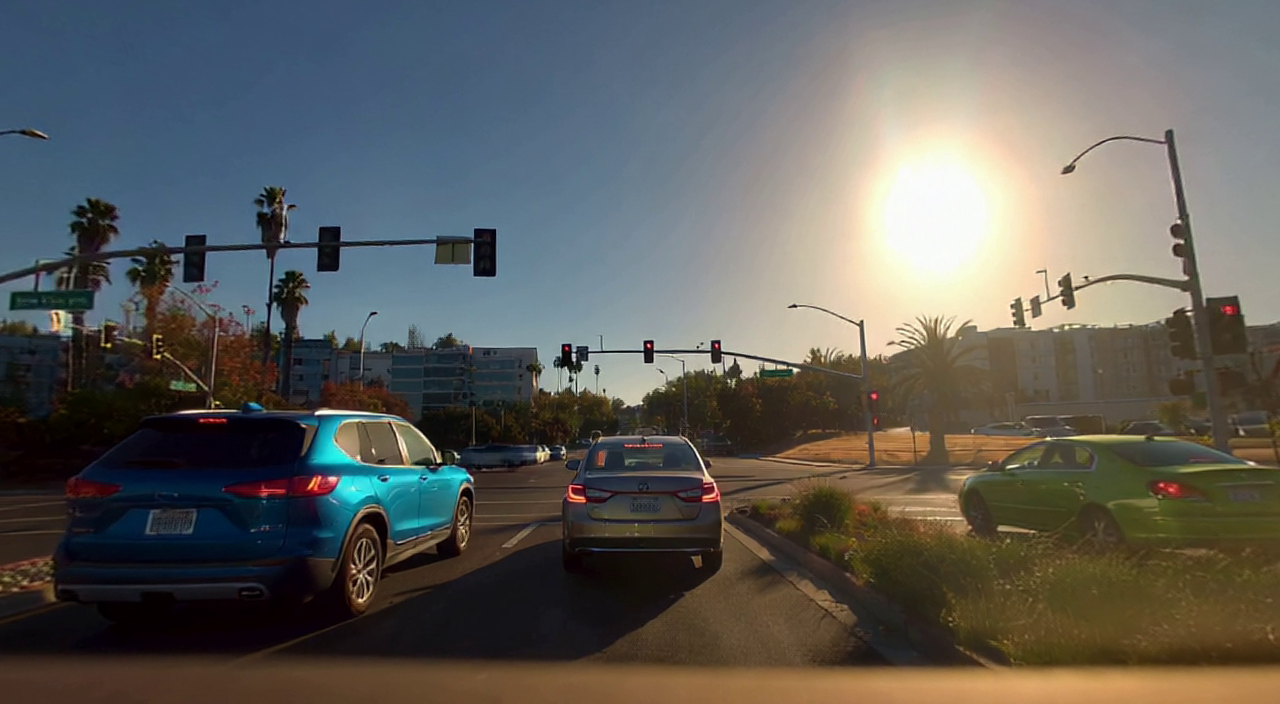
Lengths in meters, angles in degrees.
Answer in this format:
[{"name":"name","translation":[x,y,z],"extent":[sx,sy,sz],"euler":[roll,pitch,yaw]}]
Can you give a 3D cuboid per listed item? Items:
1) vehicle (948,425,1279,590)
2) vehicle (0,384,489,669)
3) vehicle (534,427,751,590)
[{"name":"vehicle","translation":[6.086,1.759,8.098],"extent":[1.970,1.489,4.482],"euler":[0,-8,-1]},{"name":"vehicle","translation":[-3.102,1.366,6.085],"extent":[2.051,1.682,4.467],"euler":[0,-8,2]},{"name":"vehicle","translation":[-0.007,1.707,7.730],"extent":[1.942,1.445,3.973],"euler":[0,-8,-1]}]
